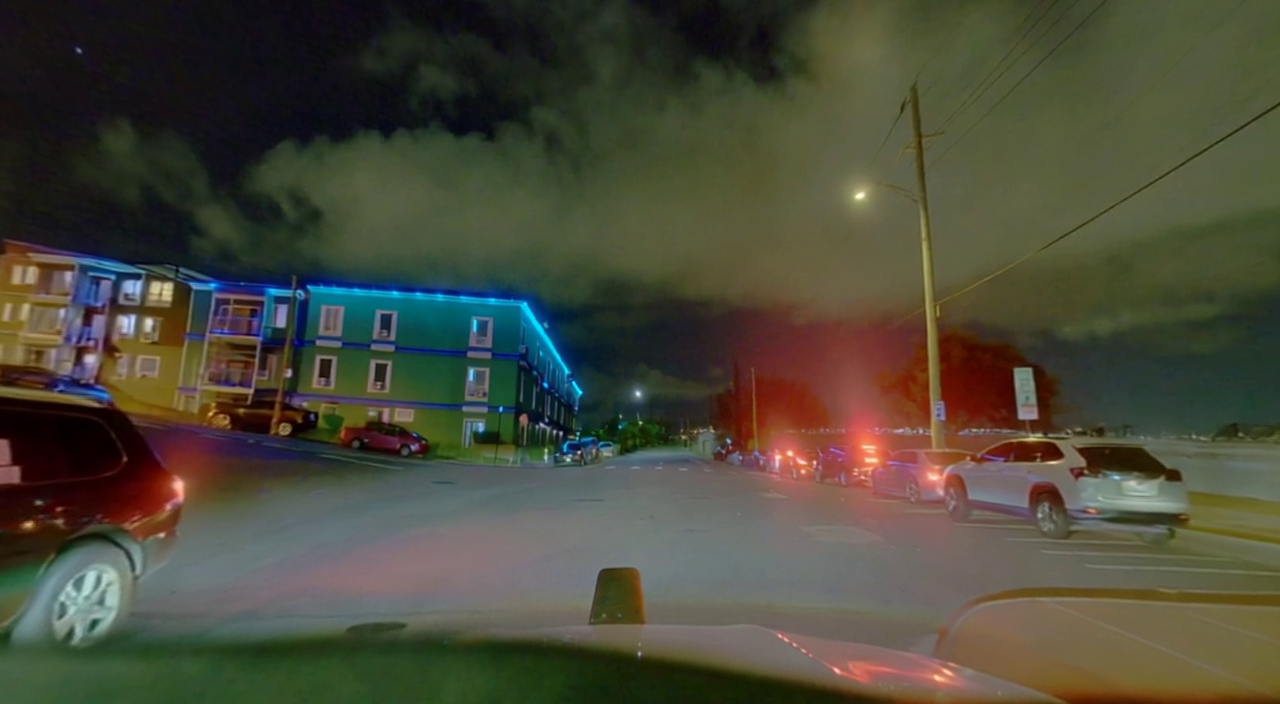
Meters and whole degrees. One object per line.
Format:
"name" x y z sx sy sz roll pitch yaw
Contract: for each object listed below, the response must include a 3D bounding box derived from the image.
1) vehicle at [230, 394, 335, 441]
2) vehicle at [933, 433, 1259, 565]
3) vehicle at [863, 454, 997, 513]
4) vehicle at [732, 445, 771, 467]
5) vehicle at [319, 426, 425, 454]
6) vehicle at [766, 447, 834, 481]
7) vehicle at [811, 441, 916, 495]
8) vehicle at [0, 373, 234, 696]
"vehicle" -18.682 3.426 33.043 4.598 1.645 2.019 8 -5 20
"vehicle" 7.505 2.411 11.346 2.181 1.792 5.066 0 -8 2
"vehicle" 7.820 3.546 17.528 1.900 1.368 4.176 -1 -8 3
"vehicle" 7.738 7.249 44.255 1.901 1.495 4.340 0 -8 0
"vehicle" -13.580 4.490 32.249 4.603 1.335 1.889 1 -9 -8
"vehicle" 7.900 5.565 31.722 2.122 1.554 4.777 0 -8 -1
"vehicle" 7.923 4.129 22.961 1.917 1.704 4.840 0 -8 -2
"vehicle" -4.511 0.914 2.924 2.285 1.712 5.200 1 -8 -7
